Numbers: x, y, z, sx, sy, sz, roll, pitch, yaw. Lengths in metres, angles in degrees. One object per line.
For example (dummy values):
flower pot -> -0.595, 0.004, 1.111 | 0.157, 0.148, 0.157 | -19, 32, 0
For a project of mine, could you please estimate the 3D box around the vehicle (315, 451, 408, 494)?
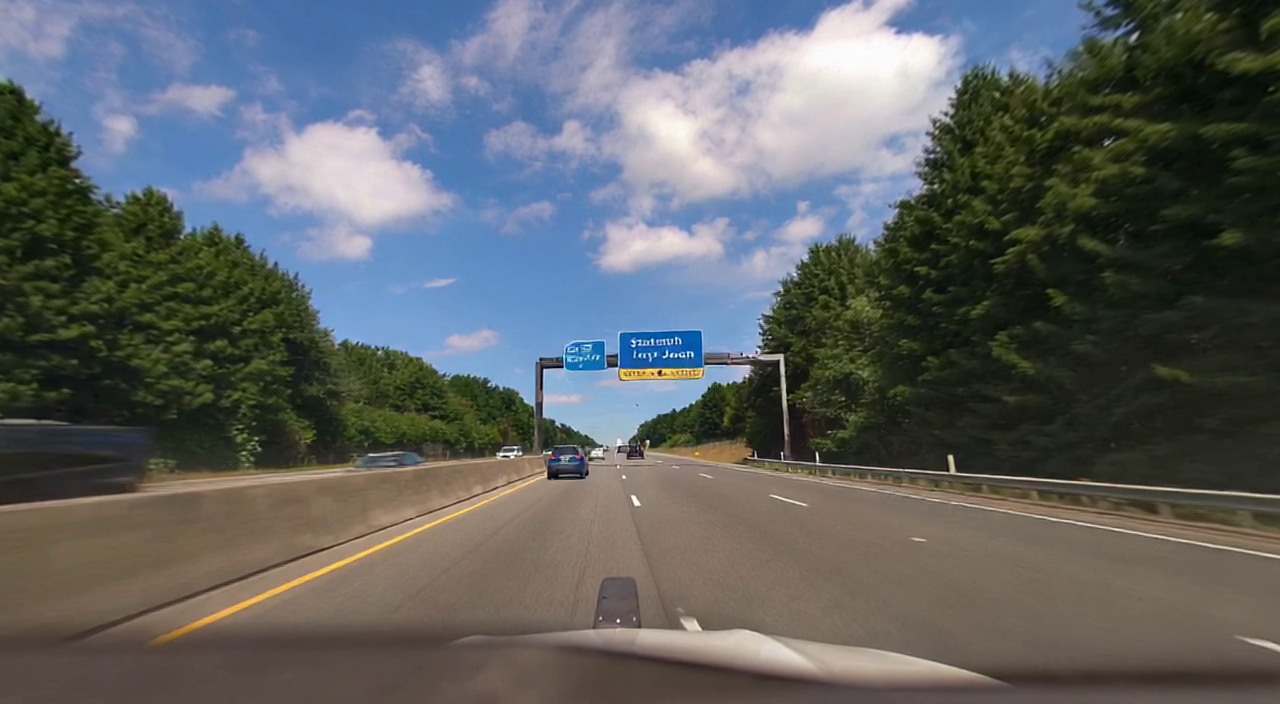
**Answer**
vehicle -> -11.188, 4.842, 25.561 | 1.909, 1.502, 4.422 | 0, -9, -2

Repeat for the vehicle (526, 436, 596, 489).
vehicle -> -2.748, 3.972, 22.830 | 2.151, 1.693, 4.201 | 0, -9, -2
